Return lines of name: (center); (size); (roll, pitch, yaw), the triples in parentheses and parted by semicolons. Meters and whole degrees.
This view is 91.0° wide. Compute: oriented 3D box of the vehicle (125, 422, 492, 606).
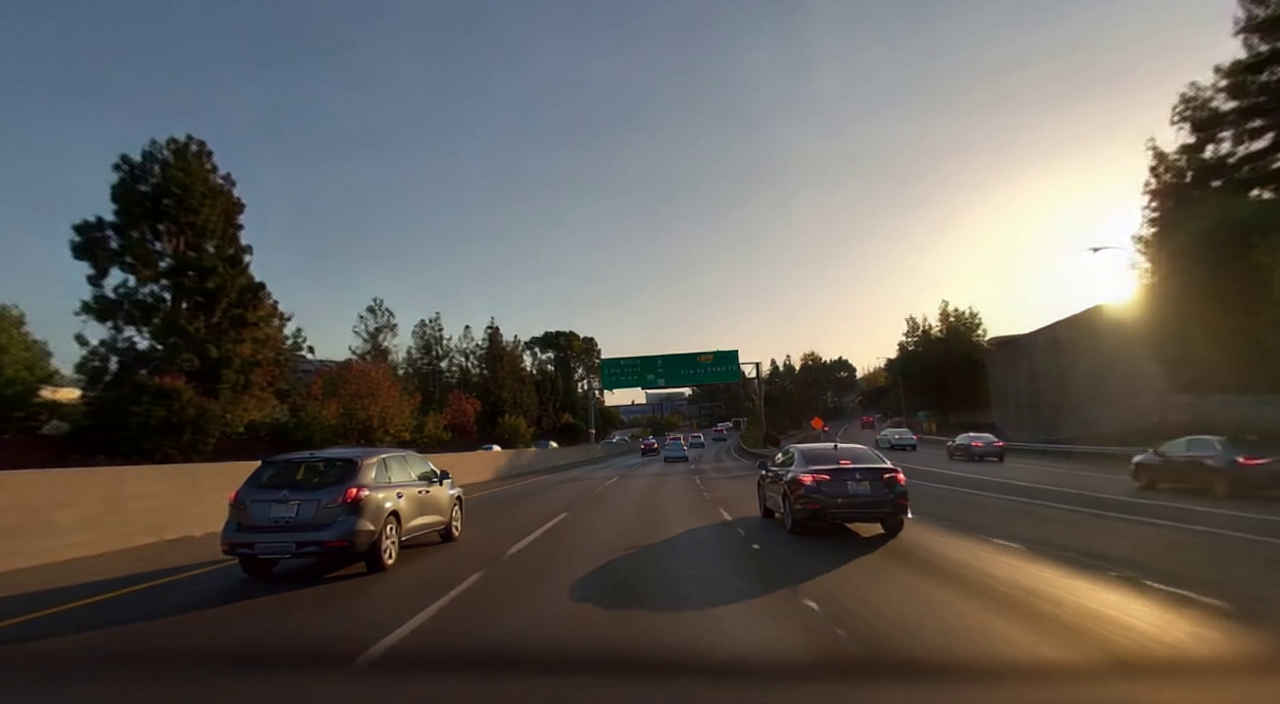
vehicle: (-3.398, 1.734, 7.719); (1.937, 1.558, 4.469); (0, -9, 2)

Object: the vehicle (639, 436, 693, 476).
vehicle: (1.182, 4.575, 27.858); (2.201, 1.614, 3.803); (-1, -9, 4)

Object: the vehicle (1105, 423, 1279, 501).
vehicle: (13.792, 2.579, 15.074); (1.976, 1.548, 4.687); (-1, -9, 5)

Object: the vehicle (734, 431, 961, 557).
vehicle: (2.818, 2.052, 9.855); (2.009, 1.489, 4.559); (0, -9, 0)

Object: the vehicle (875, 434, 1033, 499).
vehicle: (8.201, 3.027, 17.036); (2.014, 1.506, 4.626); (0, -9, 2)
